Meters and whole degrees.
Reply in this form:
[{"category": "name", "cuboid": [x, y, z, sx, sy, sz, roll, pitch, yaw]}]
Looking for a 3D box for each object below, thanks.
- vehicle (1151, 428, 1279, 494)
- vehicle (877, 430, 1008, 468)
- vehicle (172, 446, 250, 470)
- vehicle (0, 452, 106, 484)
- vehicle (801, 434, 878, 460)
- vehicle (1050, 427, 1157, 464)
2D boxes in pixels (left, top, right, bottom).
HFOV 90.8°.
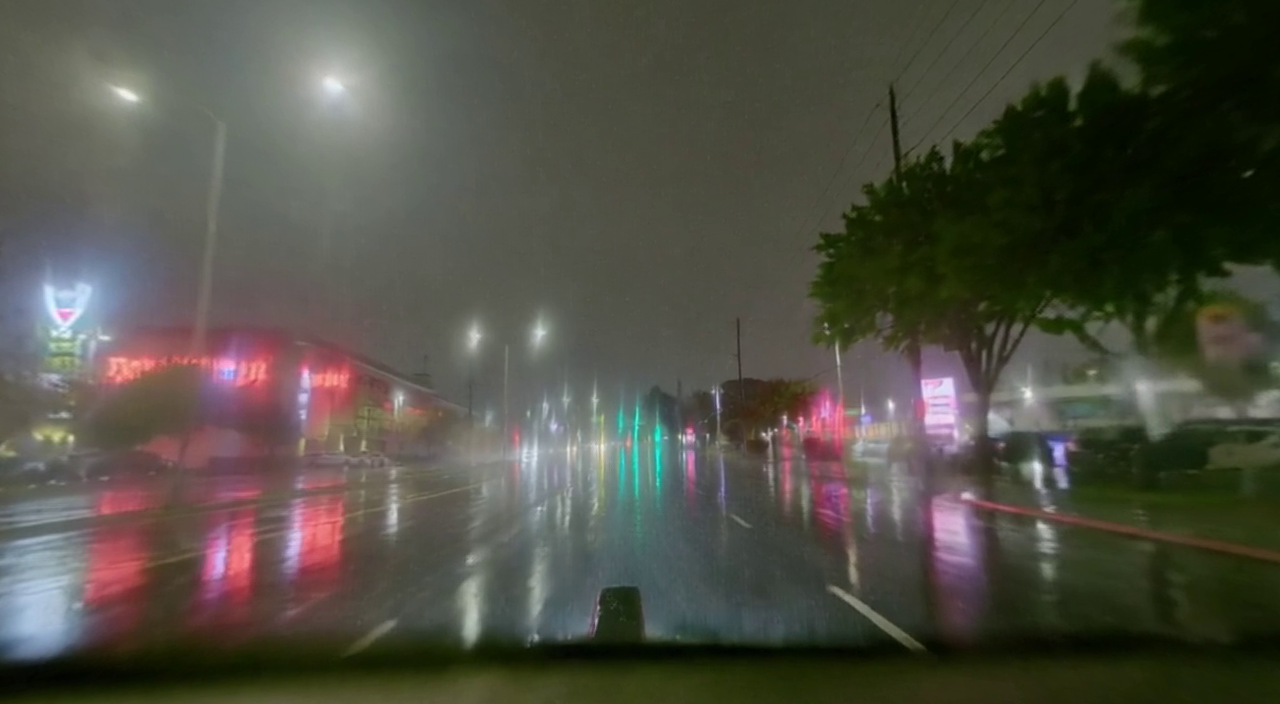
[{"category": "vehicle", "cuboid": [15.027, 2.514, 14.820, 1.878, 1.458, 4.709, -1, -9, -4]}, {"category": "vehicle", "cuboid": [14.282, 4.593, 30.027, 5.134, 1.732, 2.047, 0, -8, 0]}, {"category": "vehicle", "cuboid": [-30.780, 7.582, 45.359, 4.189, 1.678, 1.887, 0, -8, 1]}, {"category": "vehicle", "cuboid": [-30.572, 5.955, 32.529, 4.323, 1.467, 1.895, -2, -9, -1]}, {"category": "vehicle", "cuboid": [13.357, 6.398, 42.468, 4.386, 1.570, 2.043, -1, -9, -2]}, {"category": "vehicle", "cuboid": [24.362, 4.935, 33.467, 1.917, 1.772, 5.073, 0, -8, 2]}]
